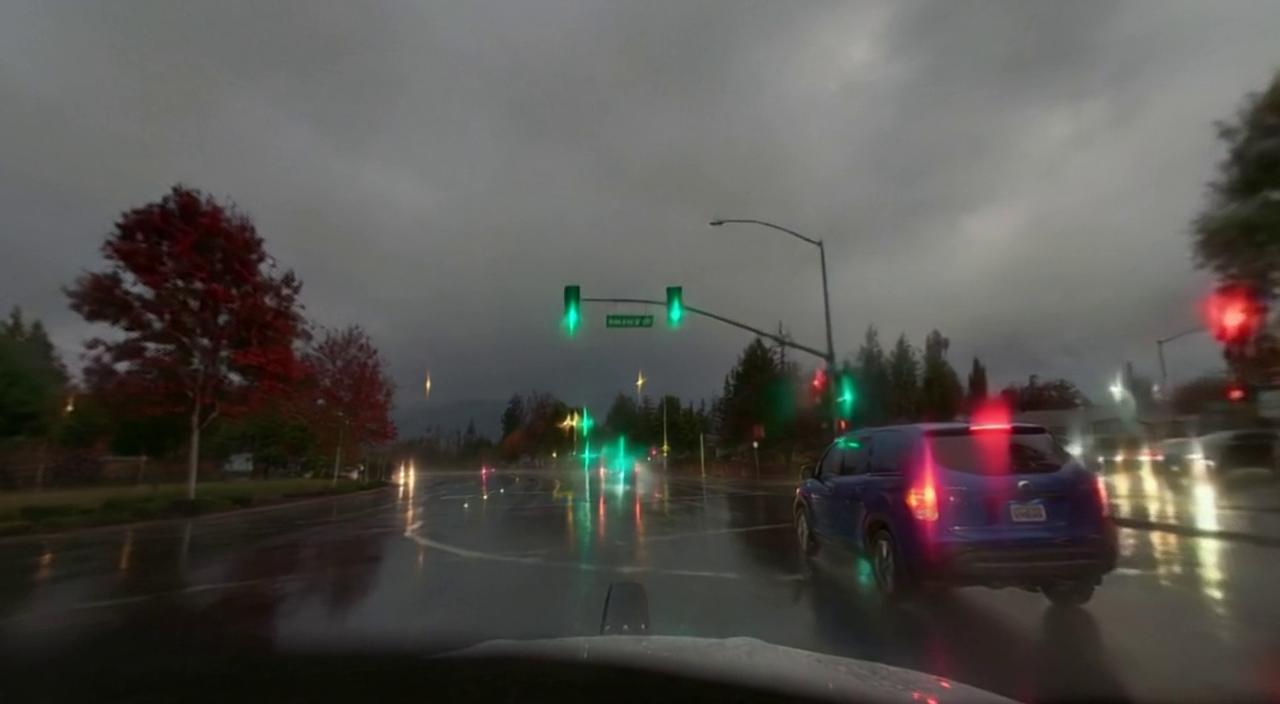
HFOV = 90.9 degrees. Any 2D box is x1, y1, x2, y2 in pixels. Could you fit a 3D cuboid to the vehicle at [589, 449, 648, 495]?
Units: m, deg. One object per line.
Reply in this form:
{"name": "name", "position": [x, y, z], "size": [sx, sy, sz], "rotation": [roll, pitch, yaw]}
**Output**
{"name": "vehicle", "position": [-1.045, 5.283, 28.192], "size": [2.185, 1.822, 4.583], "rotation": [1, -9, -8]}

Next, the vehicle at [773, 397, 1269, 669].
{"name": "vehicle", "position": [2.892, 1.490, 6.326], "size": [2.024, 1.686, 4.588], "rotation": [0, -9, -1]}
